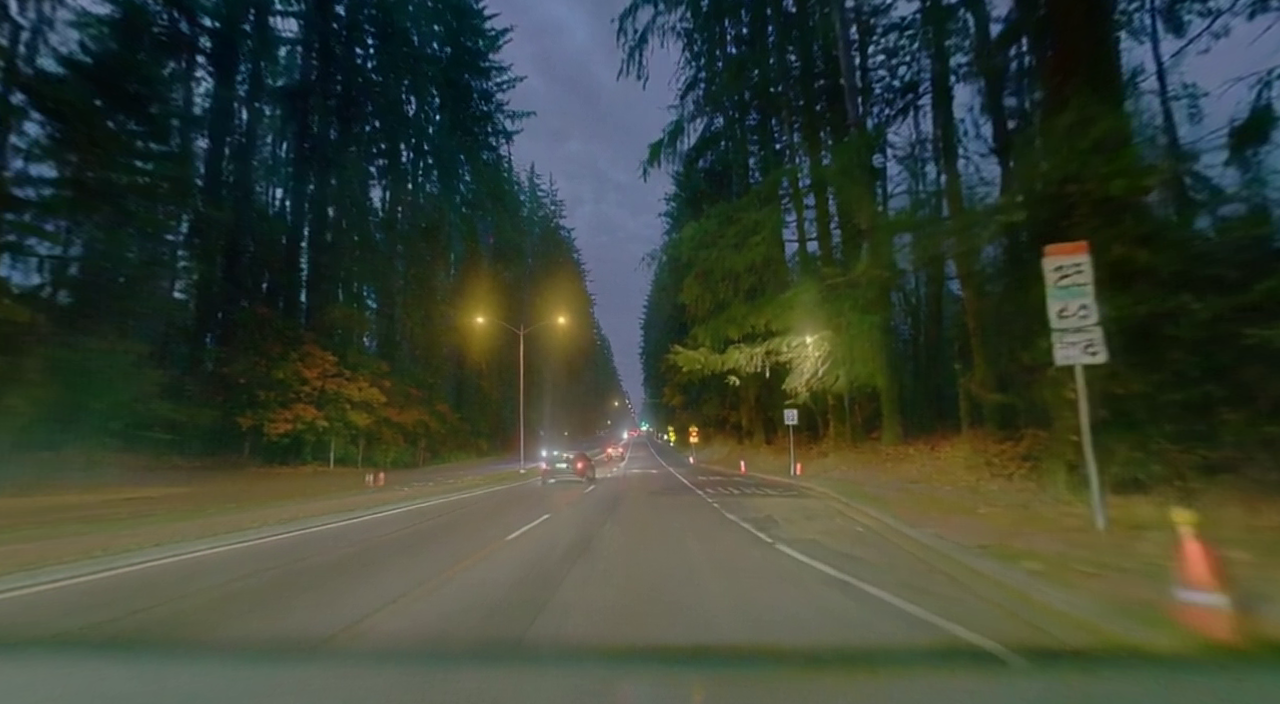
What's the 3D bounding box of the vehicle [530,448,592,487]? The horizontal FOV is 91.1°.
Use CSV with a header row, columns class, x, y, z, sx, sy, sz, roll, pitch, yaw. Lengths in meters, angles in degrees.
class,x,y,z,sx,sy,sz,roll,pitch,yaw
vehicle,-3.303,4.911,26.956,2.029,1.511,3.922,0,-9,2
